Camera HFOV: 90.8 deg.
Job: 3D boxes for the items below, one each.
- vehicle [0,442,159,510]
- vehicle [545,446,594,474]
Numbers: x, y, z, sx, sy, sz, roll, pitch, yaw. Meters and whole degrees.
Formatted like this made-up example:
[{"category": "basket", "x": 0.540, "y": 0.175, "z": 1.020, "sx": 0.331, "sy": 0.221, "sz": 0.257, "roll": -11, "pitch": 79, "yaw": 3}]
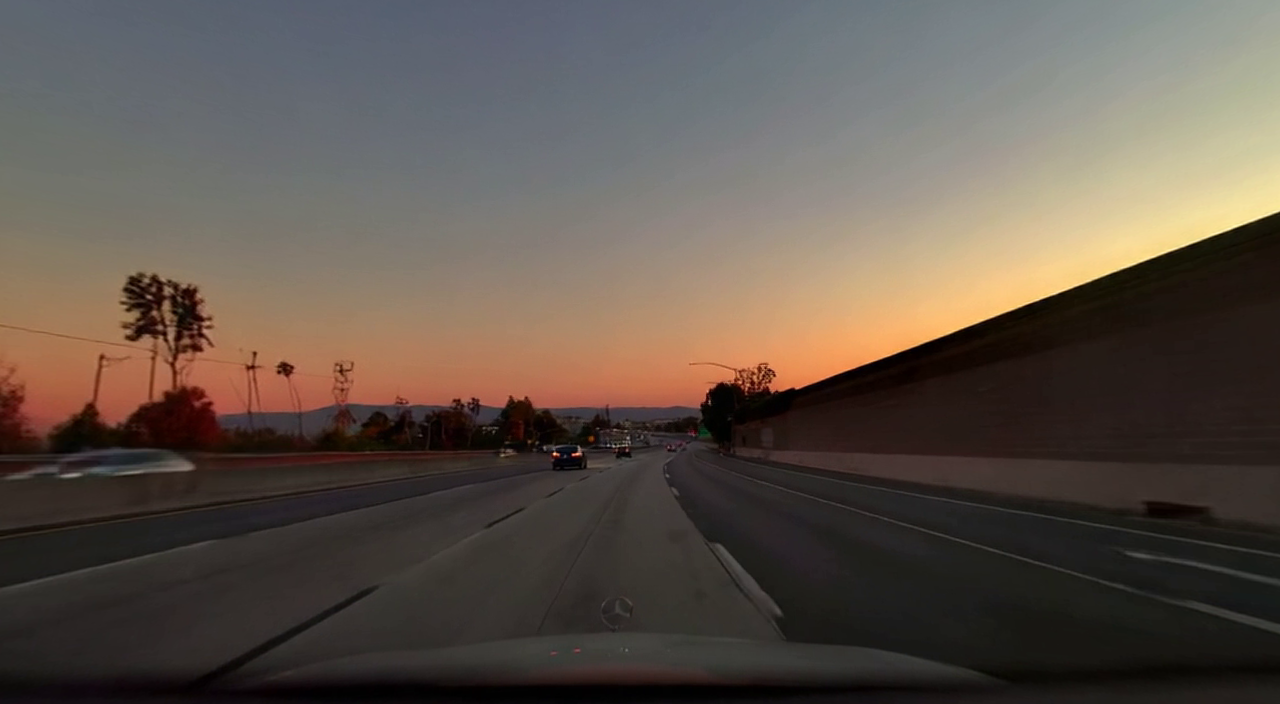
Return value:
[{"category": "vehicle", "x": -14.884, "y": 3.053, "z": 16.021, "sx": 2.078, "sy": 1.483, "sz": 4.120, "roll": 0, "pitch": -9, "yaw": 1}, {"category": "vehicle", "x": -3.864, "y": 5.993, "z": 35.430, "sx": 2.078, "sy": 1.457, "sz": 4.648, "roll": 0, "pitch": -9, "yaw": 2}]
